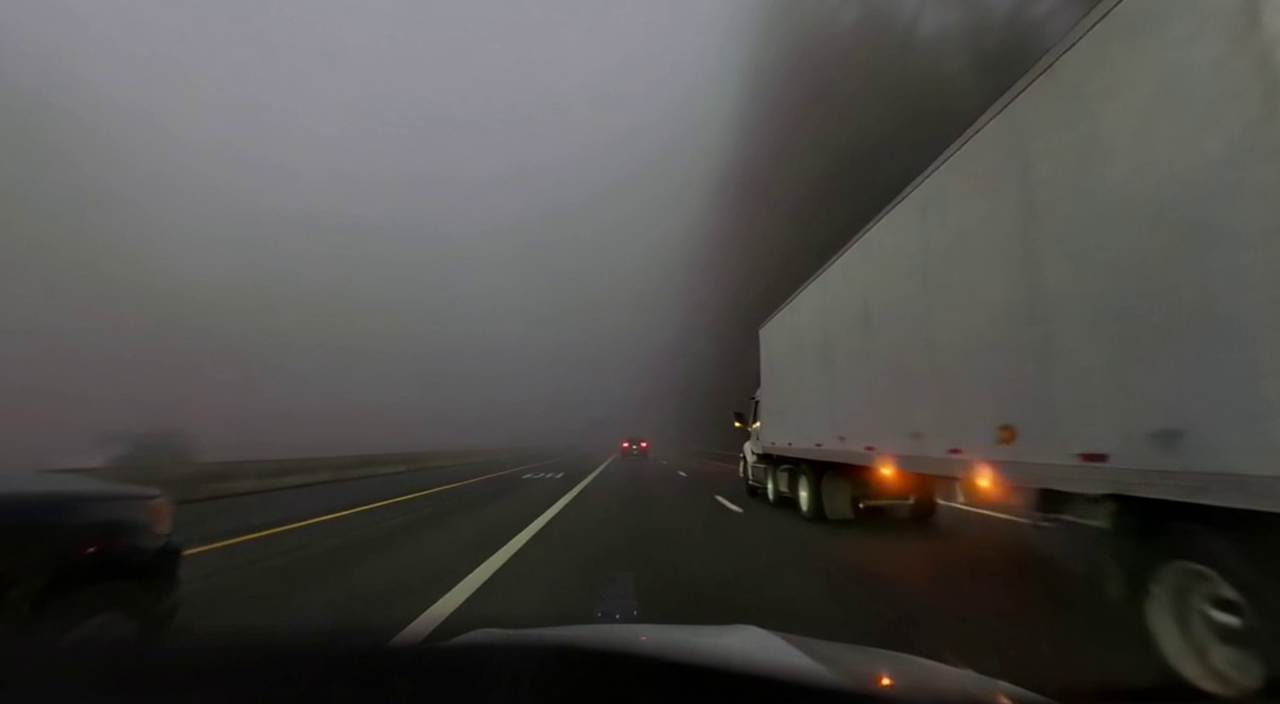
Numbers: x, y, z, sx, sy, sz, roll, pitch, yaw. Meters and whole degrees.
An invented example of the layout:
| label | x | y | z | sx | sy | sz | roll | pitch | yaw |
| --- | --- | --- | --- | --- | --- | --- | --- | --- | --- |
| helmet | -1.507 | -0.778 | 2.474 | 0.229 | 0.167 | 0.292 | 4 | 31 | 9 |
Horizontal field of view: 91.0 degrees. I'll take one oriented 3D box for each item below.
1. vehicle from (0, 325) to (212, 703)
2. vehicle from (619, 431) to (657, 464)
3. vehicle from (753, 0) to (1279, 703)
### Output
| label | x | y | z | sx | sy | sz | roll | pitch | yaw |
| --- | --- | --- | --- | --- | --- | --- | --- | --- | --- |
| vehicle | -3.606 | 0.631 | 1.287 | 2.326 | 1.761 | 4.450 | 0 | -8 | -1 |
| vehicle | -0.203 | 6.407 | 42.361 | 2.456 | 2.007 | 4.728 | 0 | -8 | -2 |
| vehicle | 3.848 | 0.173 | 5.737 | 3.469 | 3.881 | 10.805 | 0 | -8 | -1 |
